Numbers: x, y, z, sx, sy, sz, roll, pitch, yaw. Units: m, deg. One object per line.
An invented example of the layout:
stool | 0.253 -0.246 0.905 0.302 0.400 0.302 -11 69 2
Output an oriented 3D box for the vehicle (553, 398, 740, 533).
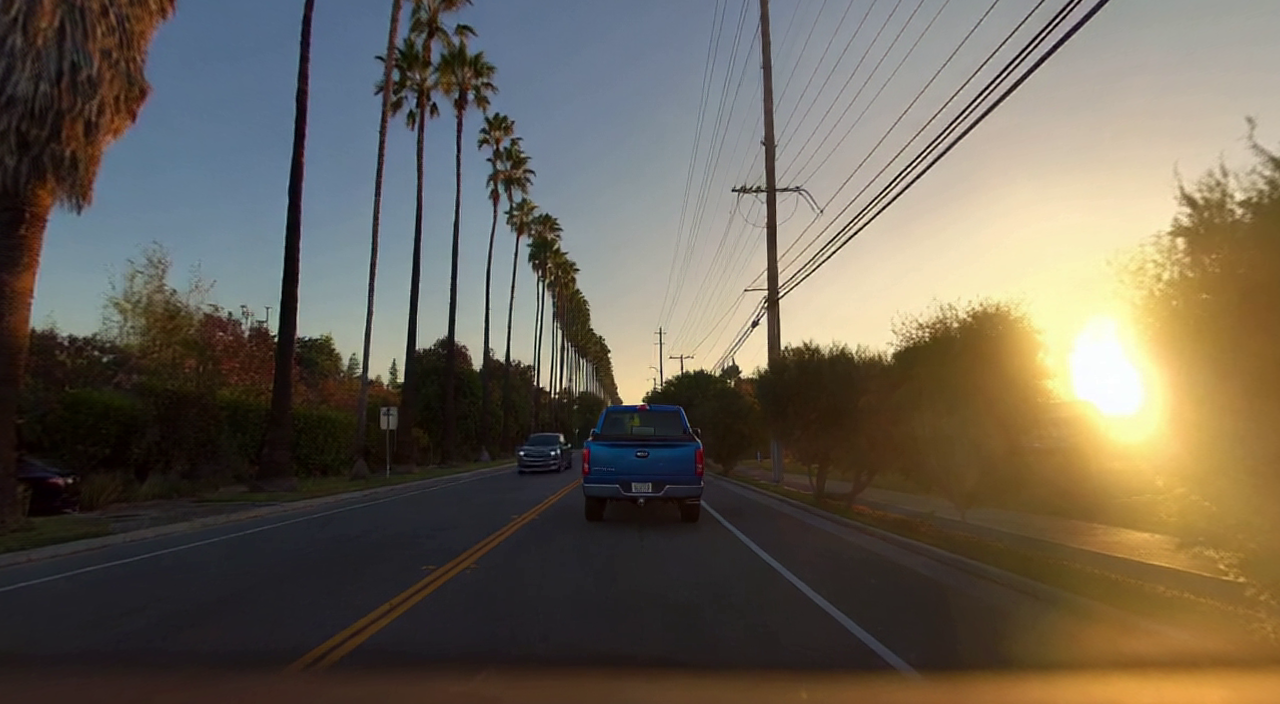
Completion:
vehicle | 0.059 2.147 12.484 2.803 2.005 5.885 0 -8 -1

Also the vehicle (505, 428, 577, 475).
vehicle | -4.583 4.740 30.173 2.590 2.032 5.566 0 -8 0
